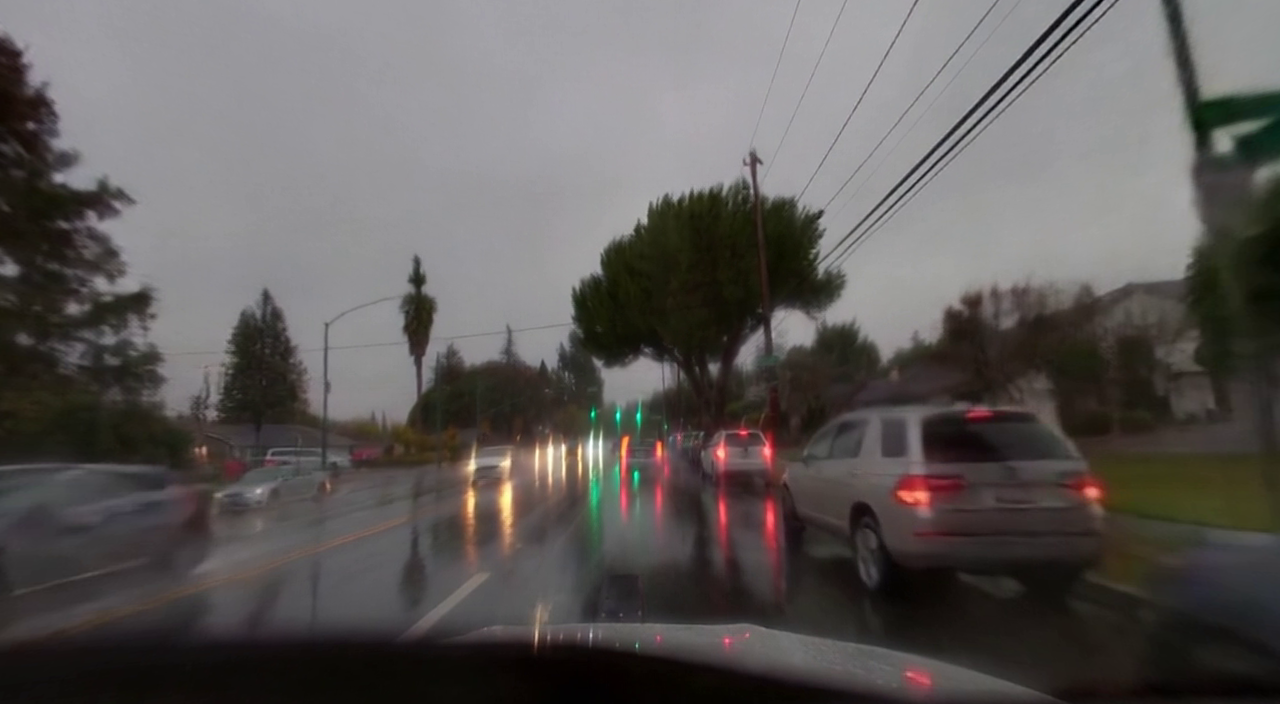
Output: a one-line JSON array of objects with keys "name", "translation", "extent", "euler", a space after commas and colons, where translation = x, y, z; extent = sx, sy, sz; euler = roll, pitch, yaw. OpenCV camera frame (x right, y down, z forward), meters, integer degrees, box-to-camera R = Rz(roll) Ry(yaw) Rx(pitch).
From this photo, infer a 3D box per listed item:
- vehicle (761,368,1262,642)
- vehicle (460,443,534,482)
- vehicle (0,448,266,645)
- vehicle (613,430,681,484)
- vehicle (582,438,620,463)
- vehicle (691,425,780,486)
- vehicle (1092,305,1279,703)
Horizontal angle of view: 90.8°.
[{"name": "vehicle", "translation": [2.893, 1.332, 6.553], "extent": [2.289, 1.782, 4.661], "euler": [0, -8, -1]}, {"name": "vehicle", "translation": [-5.934, 4.627, 26.816], "extent": [1.981, 1.498, 4.701], "euler": [-1, -8, 1]}, {"name": "vehicle", "translation": [-5.943, 1.694, 5.943], "extent": [1.987, 1.478, 4.693], "euler": [-2, -8, 0]}, {"name": "vehicle", "translation": [0.183, 3.477, 21.201], "extent": [2.041, 1.575, 4.304], "euler": [0, -8, 0]}, {"name": "vehicle", "translation": [-2.522, 6.479, 41.830], "extent": [2.117, 1.528, 4.277], "euler": [-1, -8, 1]}, {"name": "vehicle", "translation": [2.938, 3.315, 20.559], "extent": [2.060, 1.733, 4.639], "euler": [0, -8, -2]}, {"name": "vehicle", "translation": [2.794, 0.486, 0.196], "extent": [1.974, 1.696, 4.461], "euler": [0, -8, 0]}]
